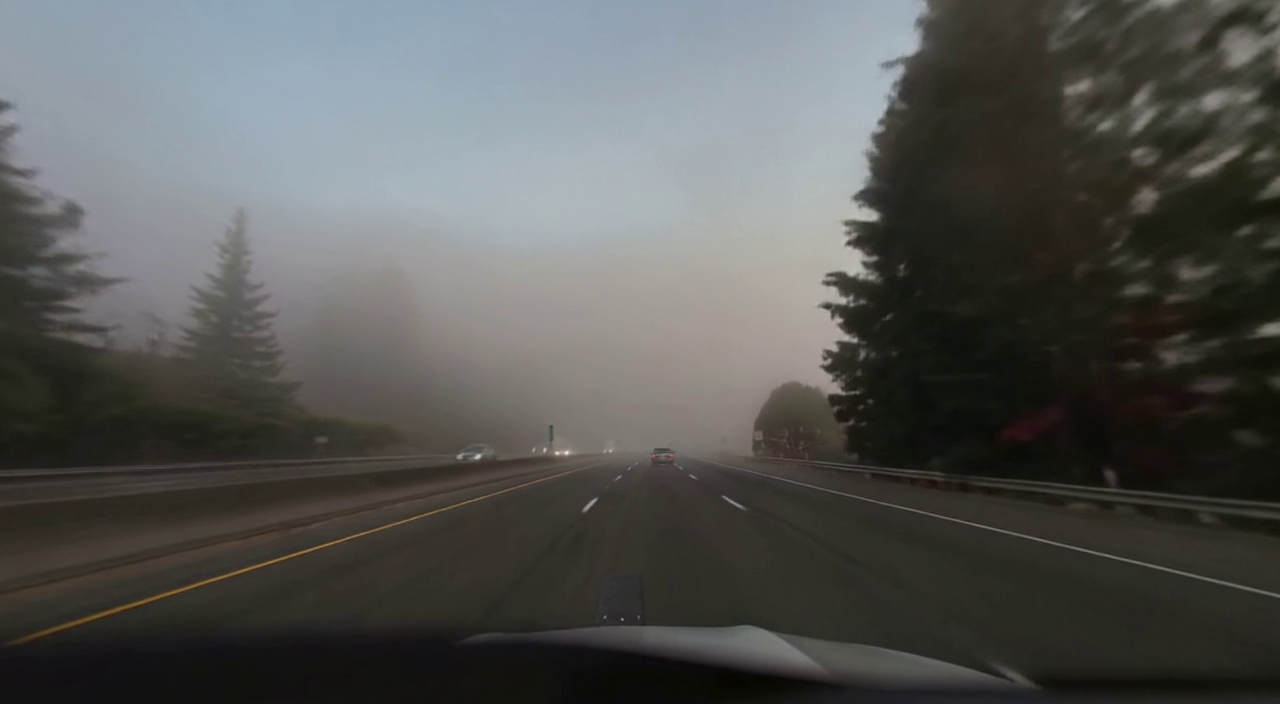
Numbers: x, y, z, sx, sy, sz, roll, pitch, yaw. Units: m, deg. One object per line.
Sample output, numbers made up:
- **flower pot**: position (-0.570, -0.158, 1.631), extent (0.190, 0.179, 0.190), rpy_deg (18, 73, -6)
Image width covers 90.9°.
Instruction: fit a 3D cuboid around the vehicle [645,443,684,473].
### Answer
- **vehicle**: position (1.451, 6.415, 38.341), extent (2.231, 1.652, 4.503), rpy_deg (0, -9, 1)
